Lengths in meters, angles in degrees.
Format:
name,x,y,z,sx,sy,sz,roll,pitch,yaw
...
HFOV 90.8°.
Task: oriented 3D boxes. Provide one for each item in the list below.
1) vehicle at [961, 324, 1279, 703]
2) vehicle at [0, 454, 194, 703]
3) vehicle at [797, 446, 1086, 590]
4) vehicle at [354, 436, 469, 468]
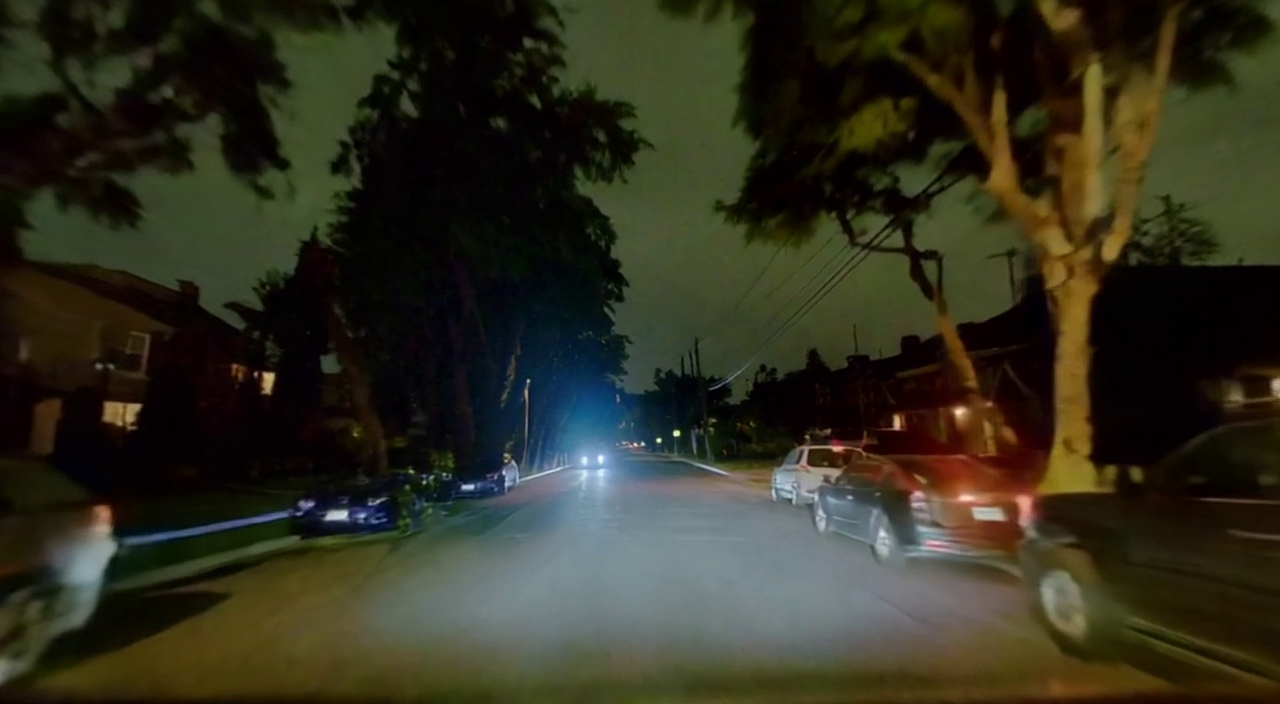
name,x,y,z,sx,sy,sz,roll,pitch,yaw
vehicle,3.848,0.788,2.238,2.350,1.912,5.696,0,-8,-1
vehicle,-4.529,1.143,2.532,2.234,1.377,4.413,-2,-10,1
vehicle,3.704,2.064,8.789,1.857,1.480,4.201,0,-8,-1
vehicle,-13.442,5.946,37.505,5.863,1.773,2.451,0,-9,-3
